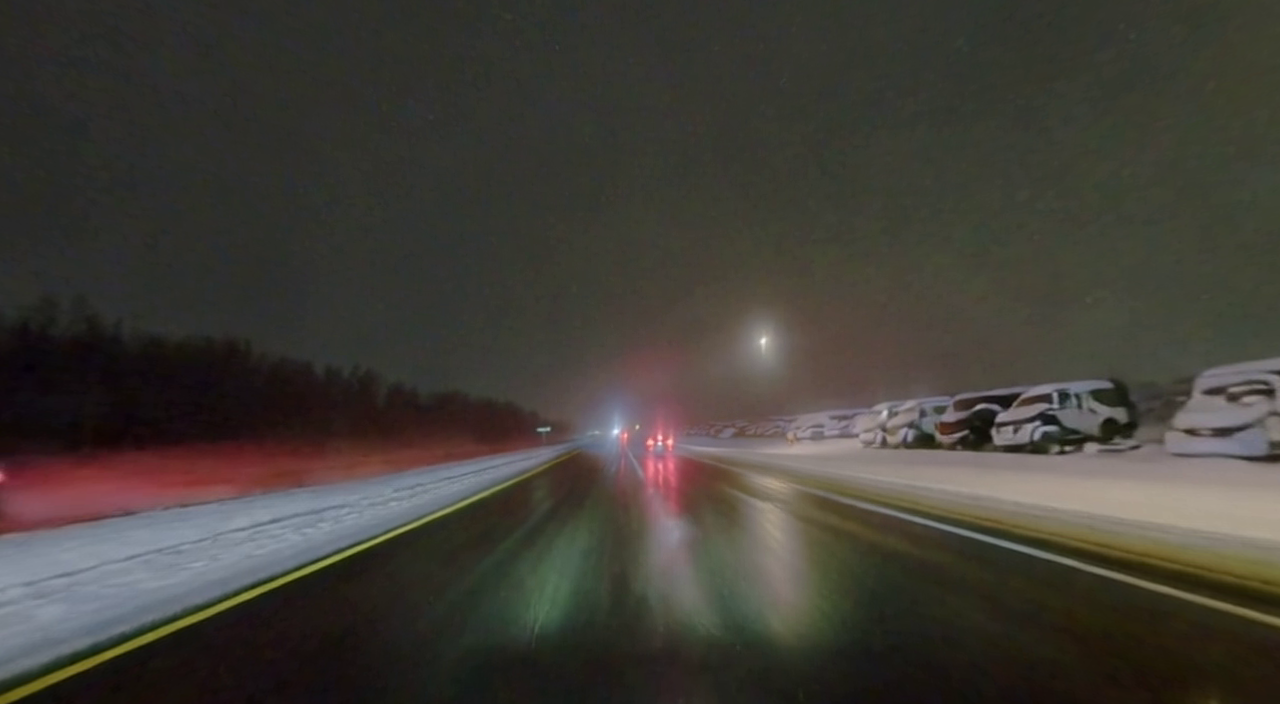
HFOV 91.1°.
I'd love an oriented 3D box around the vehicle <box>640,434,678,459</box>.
[{"bbox_3d":[1.137,5.843,39.081,2.037,1.504,4.248,0,-8,-2],"label":"vehicle"}]
